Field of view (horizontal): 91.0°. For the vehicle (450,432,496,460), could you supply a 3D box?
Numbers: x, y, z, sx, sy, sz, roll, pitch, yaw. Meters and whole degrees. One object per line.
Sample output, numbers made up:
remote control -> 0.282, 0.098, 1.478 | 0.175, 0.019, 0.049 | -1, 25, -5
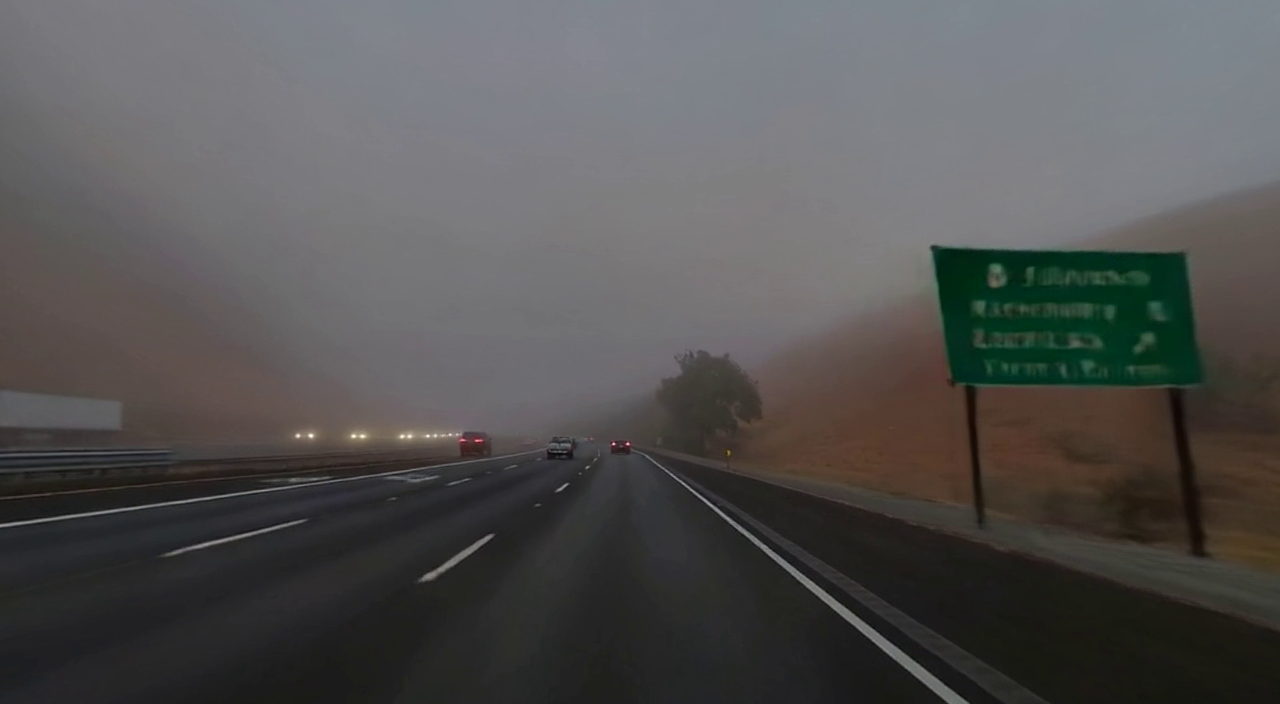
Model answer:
vehicle -> -12.435, 7.057, 47.304 | 2.219, 1.923, 4.985 | 0, -9, -1

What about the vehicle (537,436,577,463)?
vehicle -> -5.343, 6.330, 41.061 | 2.060, 1.631, 4.214 | 0, -9, -1

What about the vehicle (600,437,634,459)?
vehicle -> -1.759, 7.320, 47.939 | 2.421, 1.594, 4.248 | 0, -9, -2
